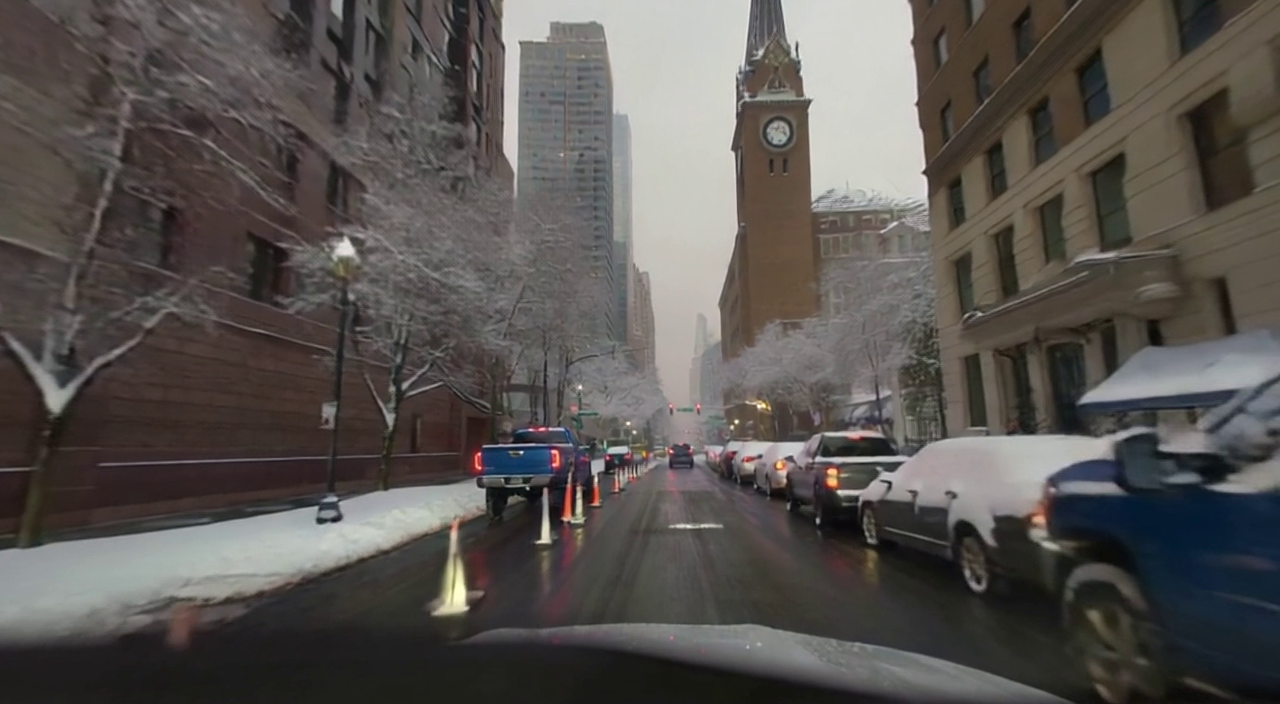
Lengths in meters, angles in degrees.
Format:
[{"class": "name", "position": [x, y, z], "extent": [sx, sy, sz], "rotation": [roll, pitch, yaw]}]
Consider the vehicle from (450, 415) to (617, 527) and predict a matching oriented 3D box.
[{"class": "vehicle", "position": [-1.999, 2.549, 14.042], "extent": [2.452, 1.954, 5.653], "rotation": [-1, -9, 3]}]

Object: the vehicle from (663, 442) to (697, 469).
[{"class": "vehicle", "position": [2.796, 7.214, 44.097], "extent": [2.183, 1.784, 4.317], "rotation": [-1, -9, 3]}]

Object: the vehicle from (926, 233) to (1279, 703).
[{"class": "vehicle", "position": [2.835, 0.540, 1.454], "extent": [2.186, 1.800, 4.723], "rotation": [-1, -9, 1]}]

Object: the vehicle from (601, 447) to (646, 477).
[{"class": "vehicle", "position": [-0.843, 5.862, 33.968], "extent": [1.895, 1.489, 4.328], "rotation": [-1, -9, 5]}]
